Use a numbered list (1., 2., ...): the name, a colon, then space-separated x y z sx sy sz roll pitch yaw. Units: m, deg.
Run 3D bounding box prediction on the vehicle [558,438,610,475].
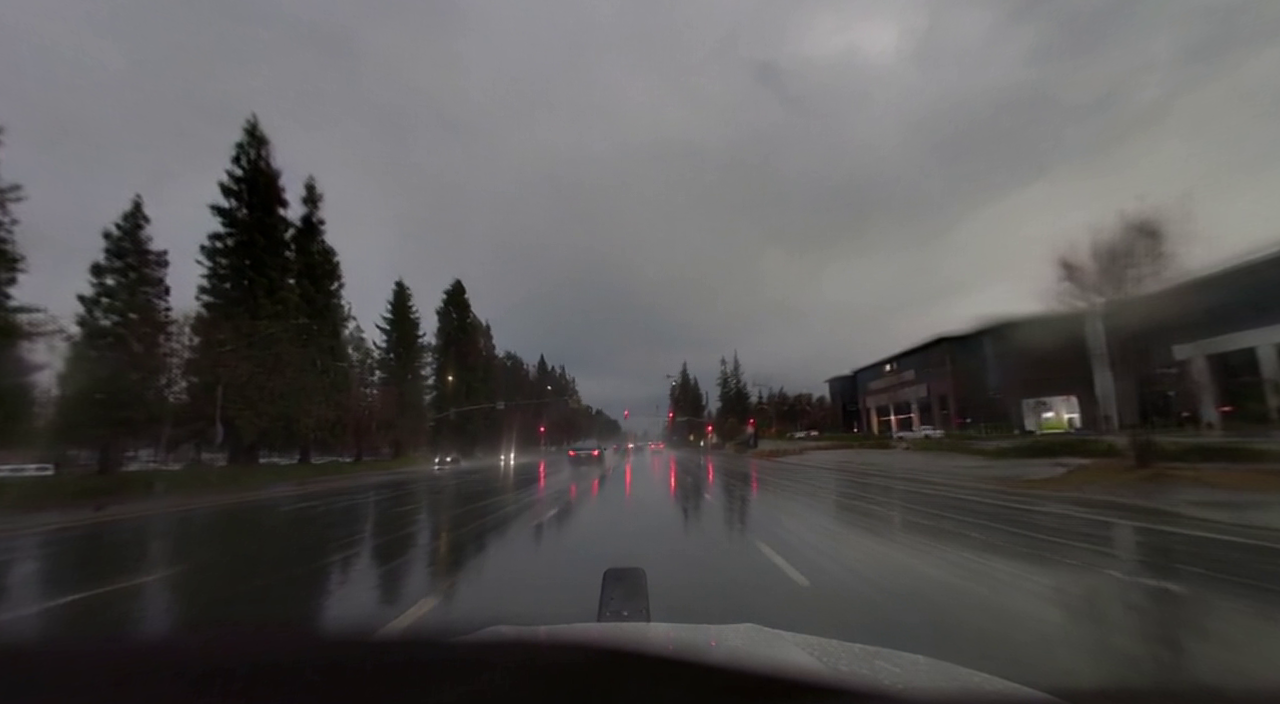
1. vehicle: -2.685 5.158 31.327 2.121 1.656 4.559 0 -8 1
